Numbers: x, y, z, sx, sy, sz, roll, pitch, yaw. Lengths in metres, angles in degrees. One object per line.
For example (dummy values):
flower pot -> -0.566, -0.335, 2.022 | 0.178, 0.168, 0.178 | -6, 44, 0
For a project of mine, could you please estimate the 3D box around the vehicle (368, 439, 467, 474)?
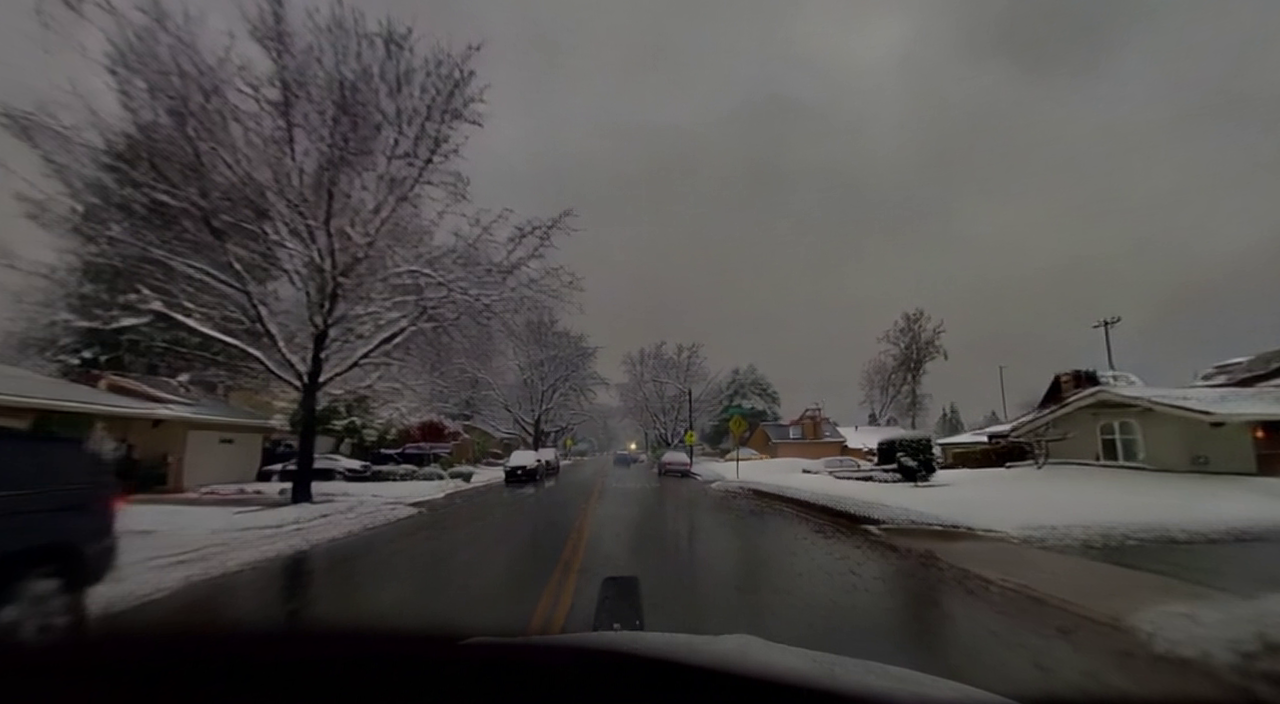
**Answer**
vehicle -> -13.632, 6.415, 38.933 | 5.234, 2.076, 2.197 | 0, -9, -1

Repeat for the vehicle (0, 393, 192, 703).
vehicle -> -4.760, 1.069, 2.942 | 2.093, 1.810, 4.555 | -2, -9, -2

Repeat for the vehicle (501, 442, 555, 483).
vehicle -> -6.105, 6.182, 34.991 | 2.155, 1.907, 5.100 | -3, -12, -1

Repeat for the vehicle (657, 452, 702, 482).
vehicle -> 2.194, 6.565, 36.434 | 2.047, 1.532, 4.350 | 0, -9, -4

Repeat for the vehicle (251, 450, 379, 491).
vehicle -> -12.617, 4.594, 24.723 | 3.989, 1.485, 1.814 | 0, -9, -4
